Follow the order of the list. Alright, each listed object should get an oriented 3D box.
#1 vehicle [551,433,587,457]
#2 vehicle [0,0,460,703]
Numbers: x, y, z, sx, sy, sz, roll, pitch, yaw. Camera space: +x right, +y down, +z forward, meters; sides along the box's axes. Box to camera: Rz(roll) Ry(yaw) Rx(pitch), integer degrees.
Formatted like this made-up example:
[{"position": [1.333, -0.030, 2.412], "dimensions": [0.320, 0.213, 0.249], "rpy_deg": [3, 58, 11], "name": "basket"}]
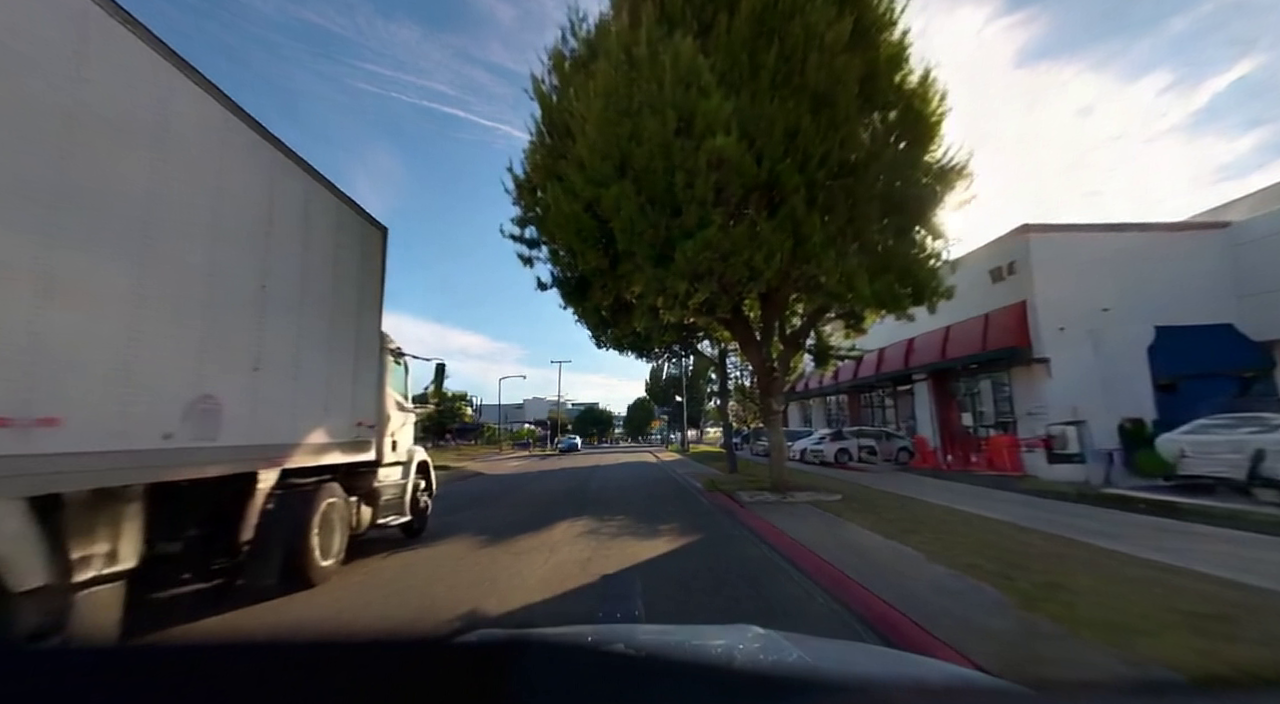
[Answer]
[{"position": [-5.170, 6.844, 46.445], "dimensions": [2.079, 1.664, 4.370], "rpy_deg": [0, -8, 1], "name": "vehicle"}, {"position": [-4.772, -0.350, 3.677], "dimensions": [2.976, 4.754, 15.127], "rpy_deg": [-1, -7, 0], "name": "vehicle"}]
